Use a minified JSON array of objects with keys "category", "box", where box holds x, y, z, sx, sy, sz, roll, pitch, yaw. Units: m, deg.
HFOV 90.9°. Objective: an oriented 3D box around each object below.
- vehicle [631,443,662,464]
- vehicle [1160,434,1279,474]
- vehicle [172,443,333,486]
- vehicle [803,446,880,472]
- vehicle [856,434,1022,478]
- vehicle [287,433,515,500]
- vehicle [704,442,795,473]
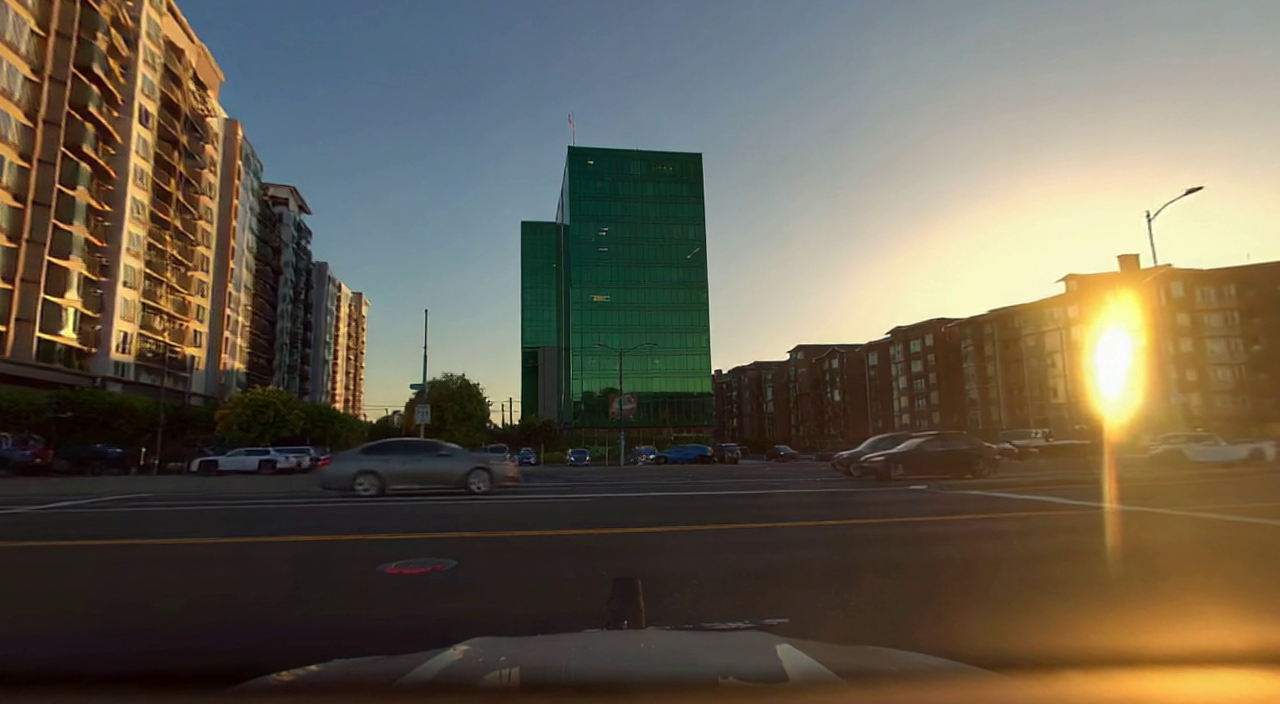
[{"category":"vehicle","box":[0.426,7.588,47.123,1.845,1.509,3.855,1,-9,-6]},{"category":"vehicle","box":[23.283,3.960,24.589,4.921,1.453,1.894,2,-9,-13]},{"category":"vehicle","box":[-13.872,4.031,22.849,4.513,1.451,1.853,1,-9,-7]},{"category":"vehicle","box":[12.743,6.732,39.959,4.215,1.575,1.884,2,-9,-12]},{"category":"vehicle","box":[10.890,3.780,23.080,5.371,1.488,1.763,1,-9,-11]},{"category":"vehicle","box":[-5.579,2.748,15.386,4.818,1.470,1.989,1,-9,-8]},{"category":"vehicle","box":[6.686,6.479,38.728,5.127,1.803,2.011,1,-9,-9]}]
